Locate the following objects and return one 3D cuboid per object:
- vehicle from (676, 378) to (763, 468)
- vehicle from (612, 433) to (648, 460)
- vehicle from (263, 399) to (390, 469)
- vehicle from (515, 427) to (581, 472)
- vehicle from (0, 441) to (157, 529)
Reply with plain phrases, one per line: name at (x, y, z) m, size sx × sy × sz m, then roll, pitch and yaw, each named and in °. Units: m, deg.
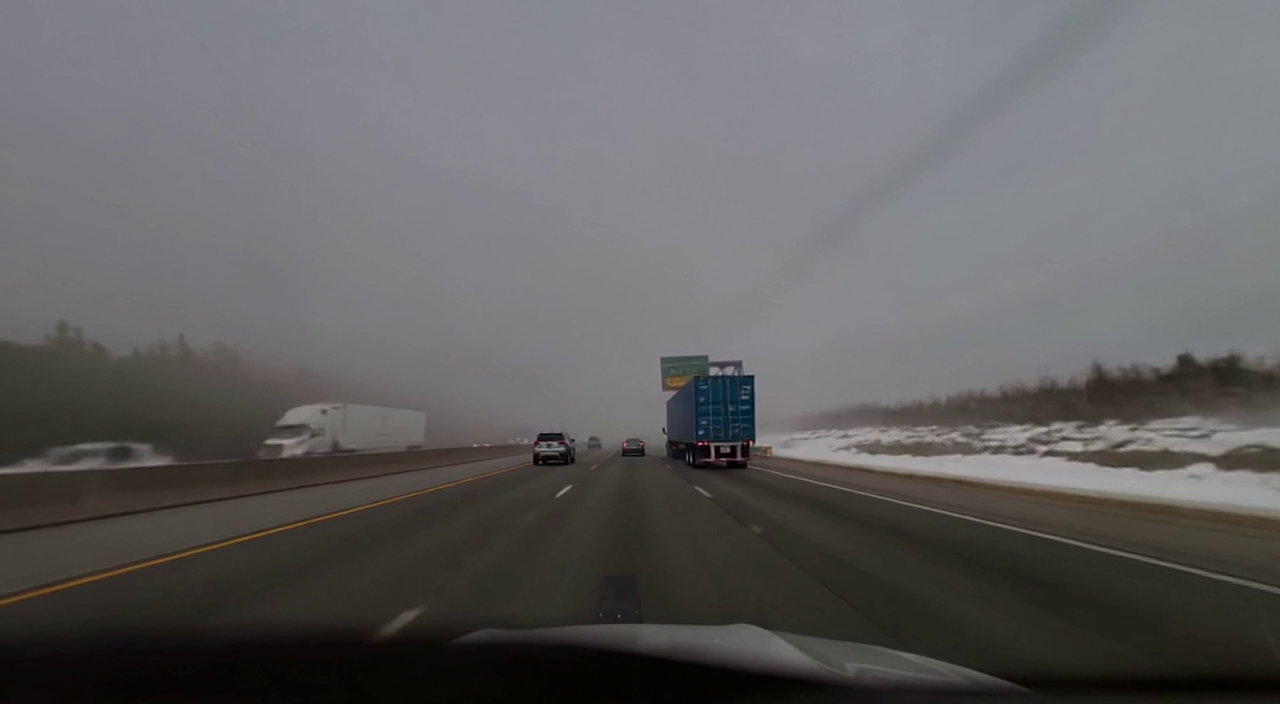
vehicle at (3.606, 3.557, 30.833) m, size 2.883 × 3.836 × 7.894 m, roll 0°, pitch -8°, yaw -2°
vehicle at (-0.612, 5.770, 38.644) m, size 2.088 × 1.567 × 4.240 m, roll 0°, pitch -8°, yaw -1°
vehicle at (-20.080, 5.405, 41.381) m, size 3.018 × 3.996 × 10.573 m, roll 0°, pitch -8°, yaw -1°
vehicle at (-3.608, 3.911, 25.484) m, size 2.054 × 1.671 × 4.445 m, roll 0°, pitch -8°, yaw 0°
vehicle at (-12.051, 2.531, 12.459) m, size 1.871 × 1.495 × 3.907 m, roll 0°, pitch -8°, yaw -1°
